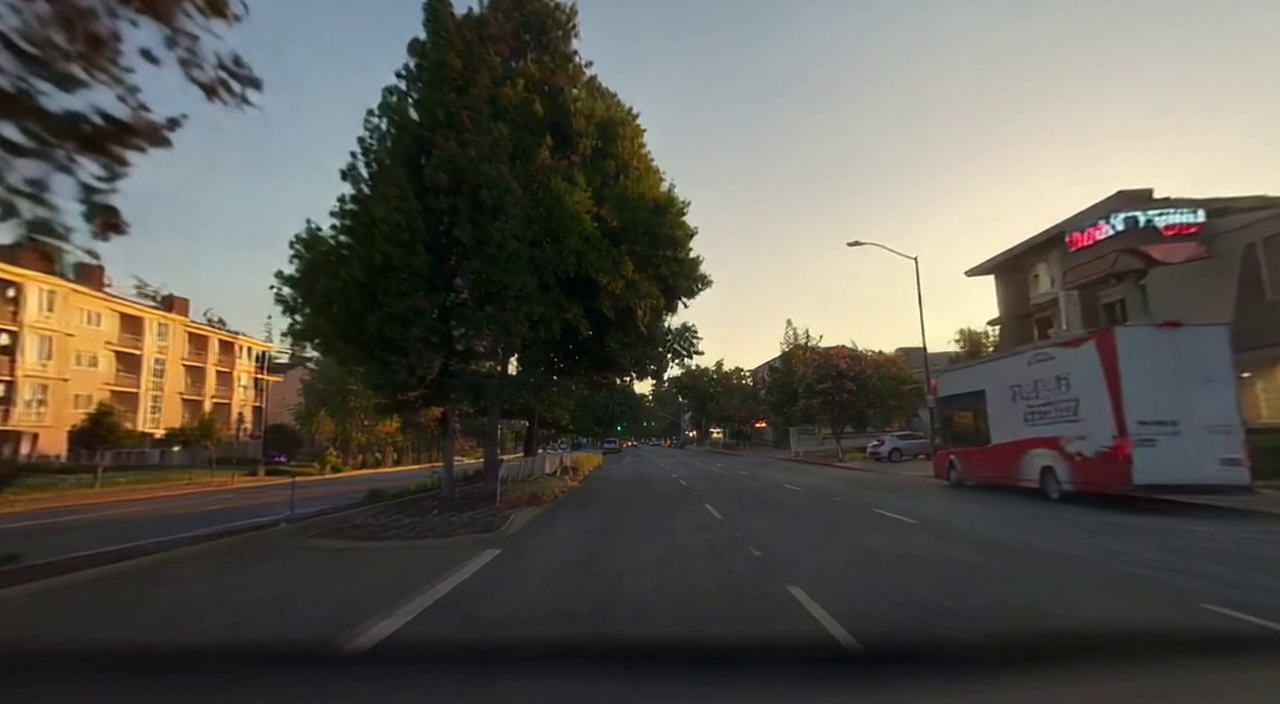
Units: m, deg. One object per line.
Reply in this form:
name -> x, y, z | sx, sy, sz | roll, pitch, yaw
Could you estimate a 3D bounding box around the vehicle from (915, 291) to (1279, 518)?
vehicle -> 10.143, 1.513, 15.128 | 3.174, 3.794, 9.019 | -1, -9, 1
